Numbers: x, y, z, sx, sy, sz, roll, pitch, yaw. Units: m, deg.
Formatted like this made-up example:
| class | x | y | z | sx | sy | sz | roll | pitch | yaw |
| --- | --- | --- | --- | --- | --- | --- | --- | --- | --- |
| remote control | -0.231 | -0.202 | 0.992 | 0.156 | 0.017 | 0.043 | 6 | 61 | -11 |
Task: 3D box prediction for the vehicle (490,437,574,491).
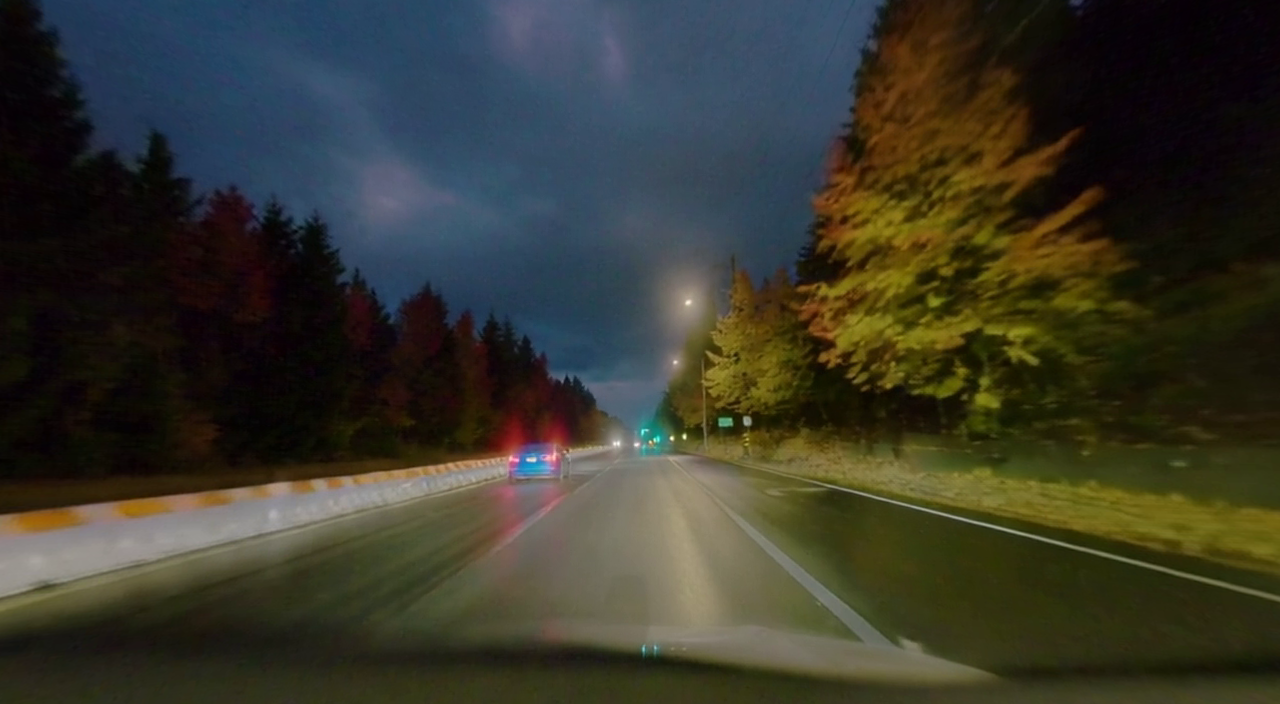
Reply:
| class | x | y | z | sx | sy | sz | roll | pitch | yaw |
| --- | --- | --- | --- | --- | --- | --- | --- | --- | --- |
| vehicle | -3.274 | 3.466 | 19.869 | 1.902 | 1.505 | 4.016 | 0 | -8 | 1 |
